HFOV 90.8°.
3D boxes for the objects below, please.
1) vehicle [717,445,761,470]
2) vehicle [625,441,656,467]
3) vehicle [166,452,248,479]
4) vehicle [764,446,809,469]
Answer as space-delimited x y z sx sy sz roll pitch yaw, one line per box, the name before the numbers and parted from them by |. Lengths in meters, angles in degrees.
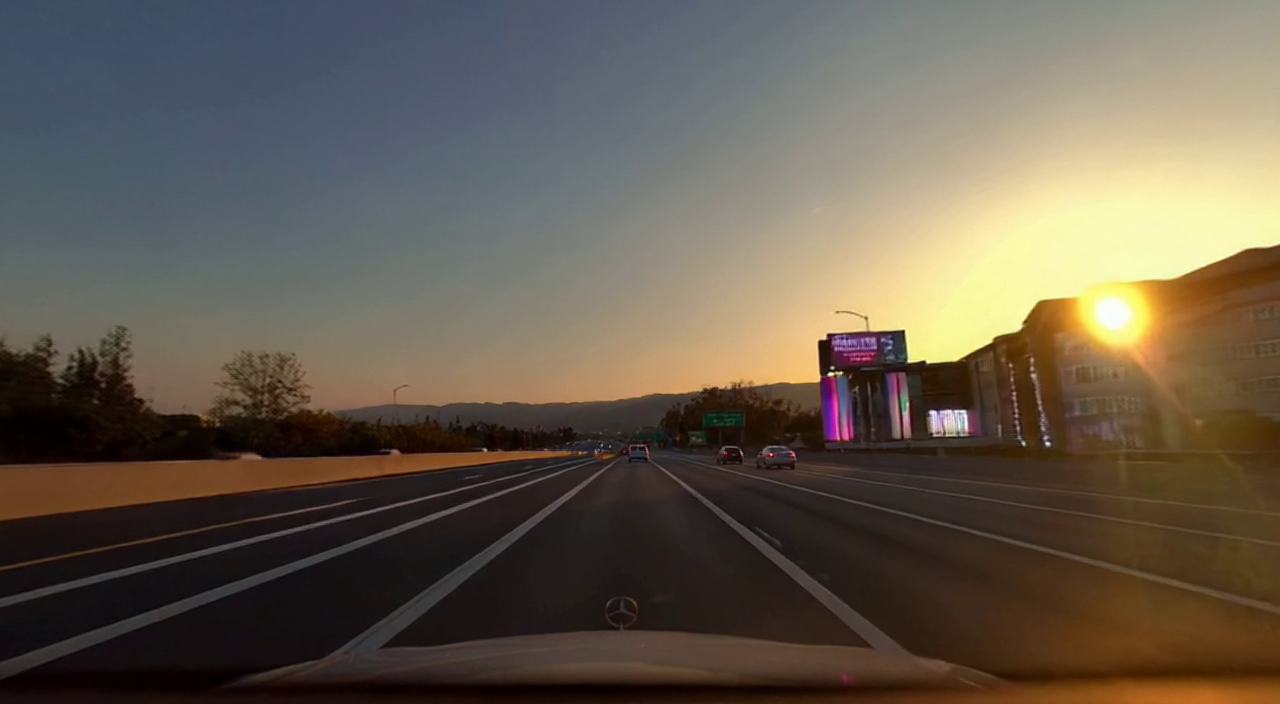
vehicle | 6.284 6.751 40.529 1.976 1.477 4.448 0 -9 -2
vehicle | -0.031 7.518 46.548 2.154 1.786 5.045 0 -8 -2
vehicle | -25.483 6.680 37.413 1.735 1.385 4.495 0 -8 -1
vehicle | 10.152 7.333 44.094 1.953 1.473 4.512 0 -8 -2
